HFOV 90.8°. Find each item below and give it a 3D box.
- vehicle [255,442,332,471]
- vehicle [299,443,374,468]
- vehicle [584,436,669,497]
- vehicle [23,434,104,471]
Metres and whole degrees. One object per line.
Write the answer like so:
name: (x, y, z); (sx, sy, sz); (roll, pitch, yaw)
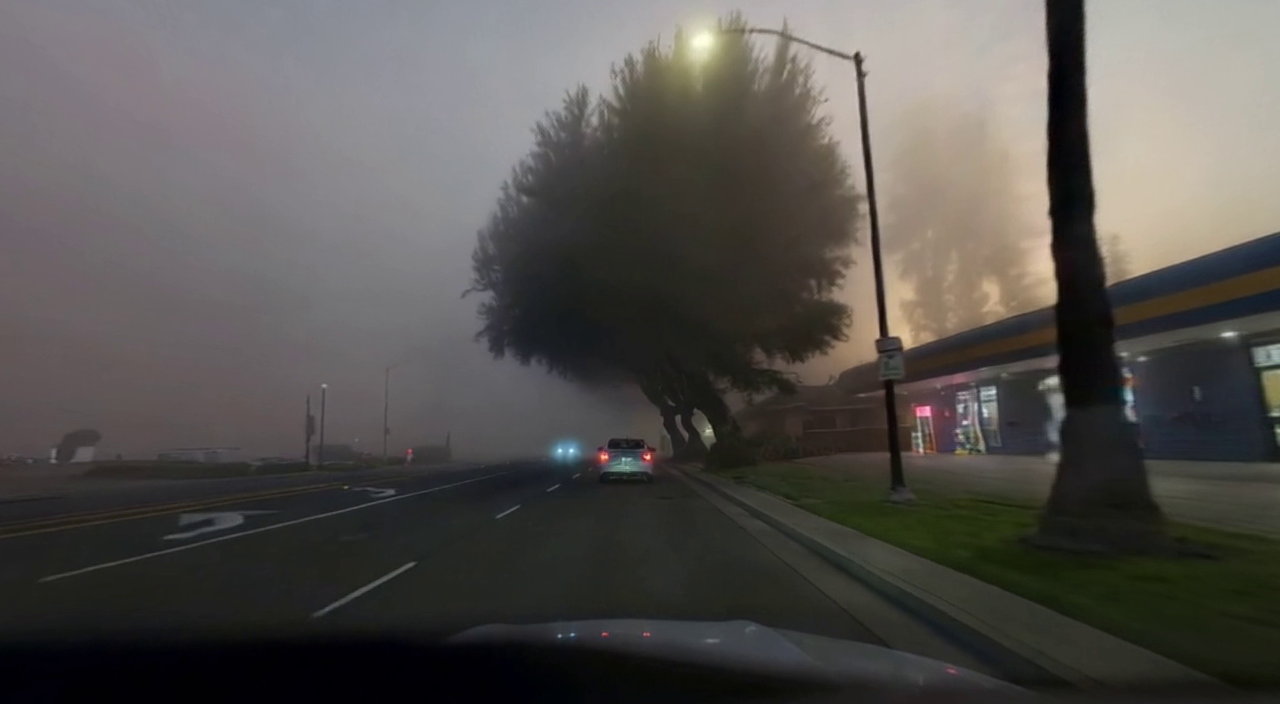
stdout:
vehicle: (-23.057, 6.949, 42.009); (4.573, 1.725, 2.054); (-5, -7, 23)
vehicle: (-23.244, 7.871, 48.349); (5.293, 1.771, 2.194); (-4, -9, 25)
vehicle: (-0.344, 3.118, 17.629); (2.076, 1.486, 4.119); (0, -8, -1)
vehicle: (-39.806, 6.911, 43.517); (7.230, 2.299, 2.770); (-7, -10, 37)
